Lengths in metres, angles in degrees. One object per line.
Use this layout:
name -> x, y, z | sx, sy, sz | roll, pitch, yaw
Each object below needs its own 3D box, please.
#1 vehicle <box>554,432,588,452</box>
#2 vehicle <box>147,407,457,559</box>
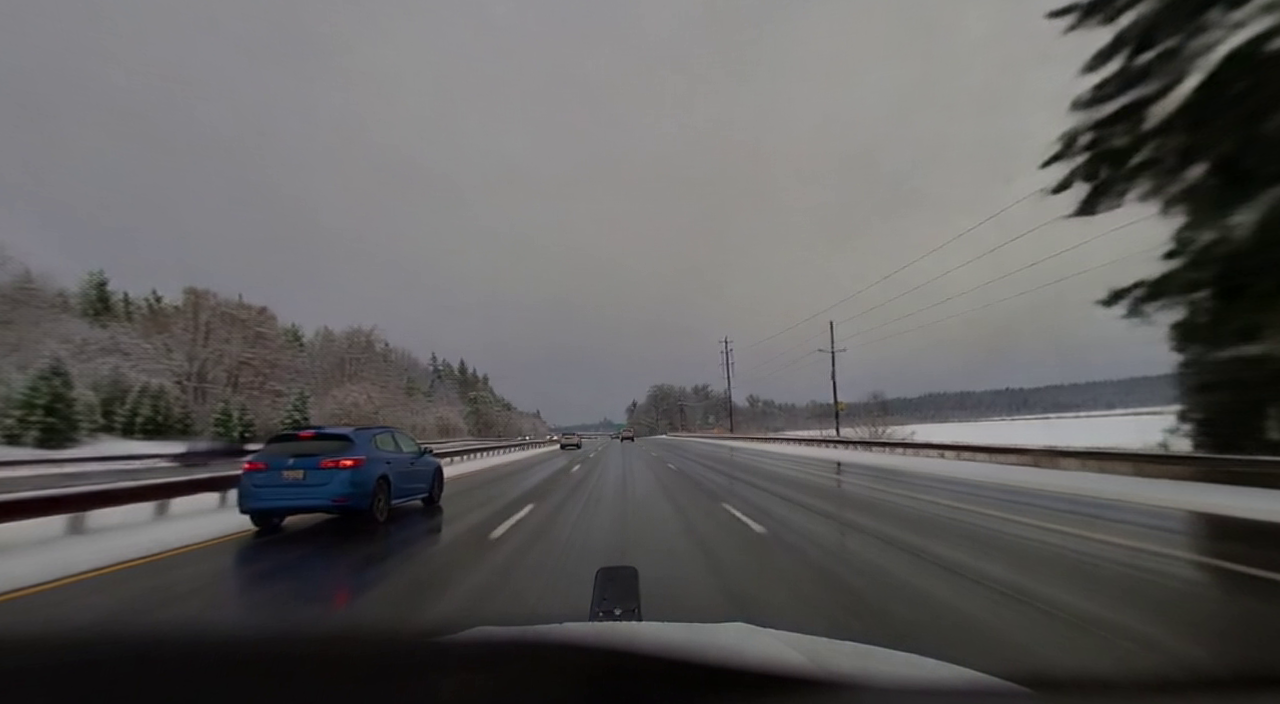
vehicle -> -5.210, 6.870, 48.071 | 2.080, 1.478, 4.347 | 0, -8, 0
vehicle -> -4.182, 1.661, 8.798 | 2.023, 1.580, 4.259 | 0, -8, -1
